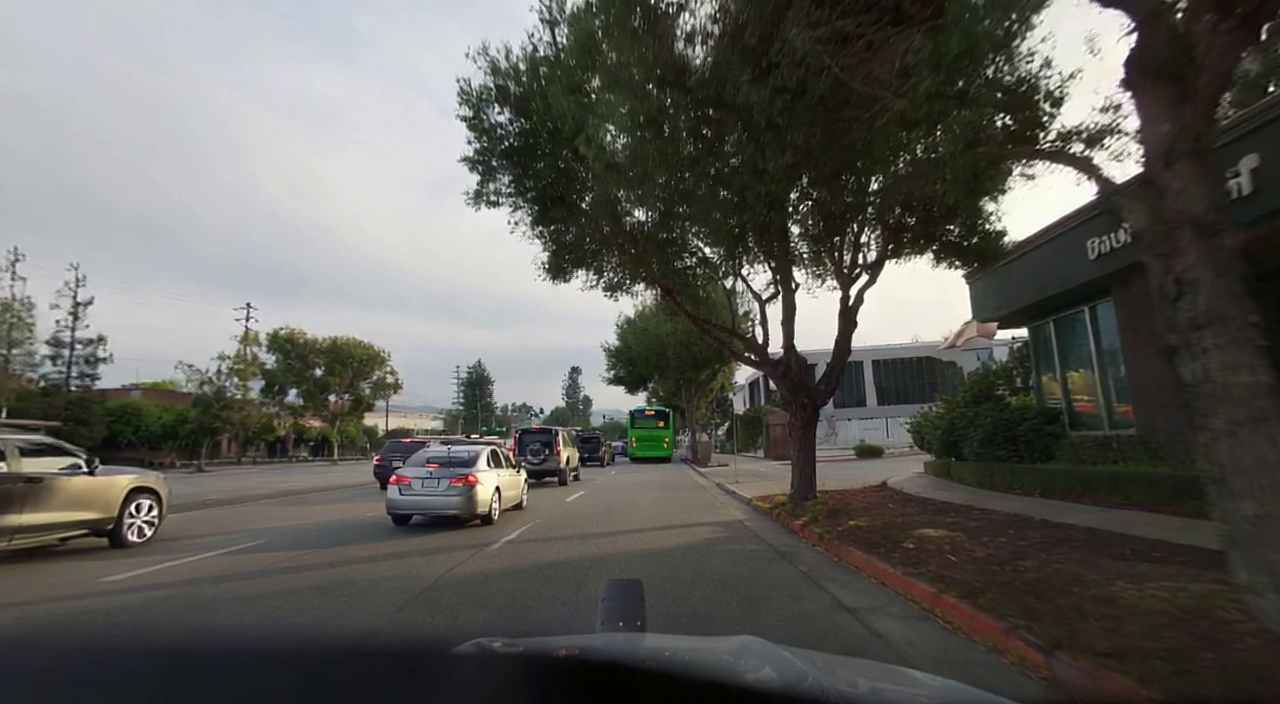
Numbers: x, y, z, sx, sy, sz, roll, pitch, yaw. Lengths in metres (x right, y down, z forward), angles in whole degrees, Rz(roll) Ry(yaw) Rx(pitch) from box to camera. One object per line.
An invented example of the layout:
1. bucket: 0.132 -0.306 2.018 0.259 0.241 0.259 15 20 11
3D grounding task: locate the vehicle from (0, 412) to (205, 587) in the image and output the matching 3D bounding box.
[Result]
1. vehicle: -7.347 1.517 6.662 2.252 1.686 4.447 0 -9 1

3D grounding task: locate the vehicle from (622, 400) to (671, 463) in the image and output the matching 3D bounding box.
1. vehicle: 0.531 5.837 45.155 2.970 3.857 12.200 0 -9 1

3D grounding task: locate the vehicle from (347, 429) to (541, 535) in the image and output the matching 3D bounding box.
1. vehicle: -3.302 2.301 11.789 2.042 1.571 4.475 0 -9 2

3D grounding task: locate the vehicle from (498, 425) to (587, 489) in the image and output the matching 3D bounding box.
1. vehicle: -3.150 3.539 21.599 2.095 1.892 5.043 0 -9 2
